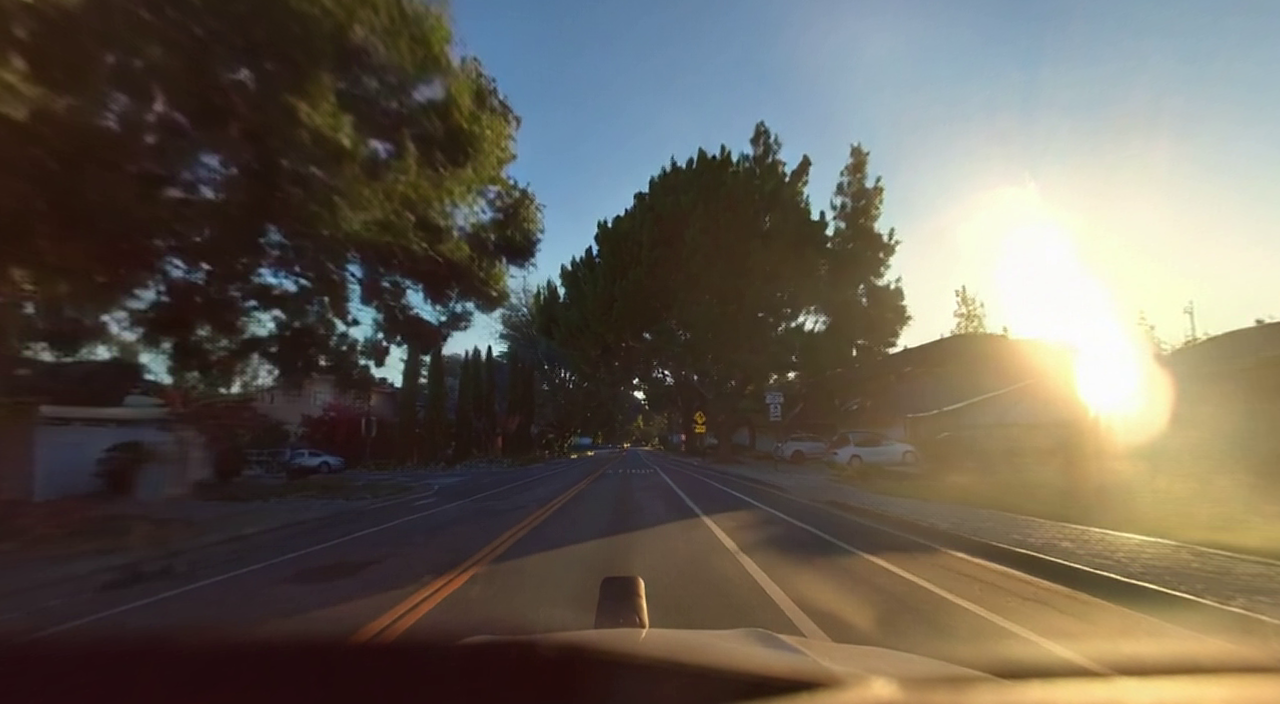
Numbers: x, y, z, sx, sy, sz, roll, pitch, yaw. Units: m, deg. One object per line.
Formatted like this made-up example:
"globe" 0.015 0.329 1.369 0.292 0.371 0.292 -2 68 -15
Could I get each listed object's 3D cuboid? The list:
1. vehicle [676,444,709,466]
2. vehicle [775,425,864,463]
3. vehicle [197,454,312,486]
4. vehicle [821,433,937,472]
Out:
"vehicle" 3.747 7.410 45.593 1.940 1.470 4.101 0 -9 -1
"vehicle" 10.757 5.561 38.116 4.459 1.696 2.361 -6 -9 -2
"vehicle" -18.962 5.804 31.174 4.440 1.445 1.919 -1 -9 4
"vehicle" 10.949 4.625 29.185 4.493 1.493 1.926 -3 -9 -4
